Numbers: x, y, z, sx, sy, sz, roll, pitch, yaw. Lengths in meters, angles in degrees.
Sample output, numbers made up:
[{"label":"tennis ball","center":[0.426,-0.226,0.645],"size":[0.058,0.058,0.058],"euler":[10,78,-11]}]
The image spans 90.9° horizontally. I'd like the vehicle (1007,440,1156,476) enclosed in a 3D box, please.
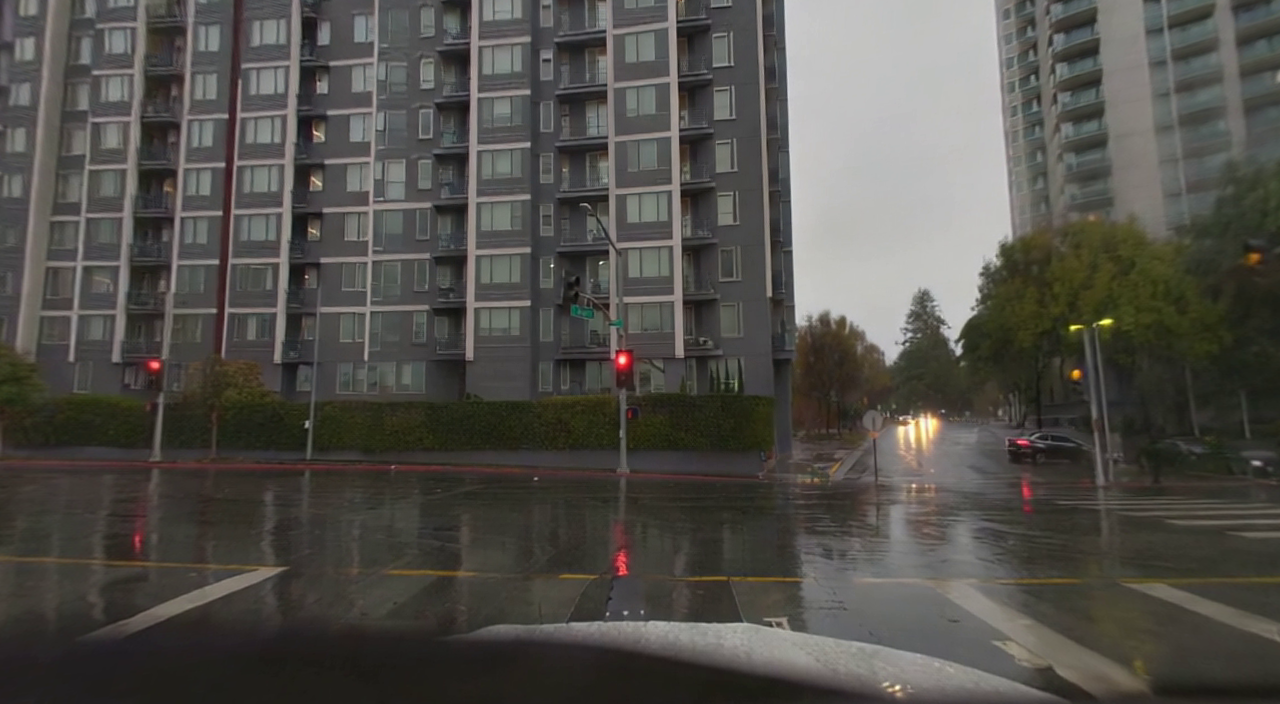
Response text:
[{"label":"vehicle","center":[18.571,4.468,26.689],"size":[4.823,1.458,1.914],"euler":[0,-9,-1]}]
